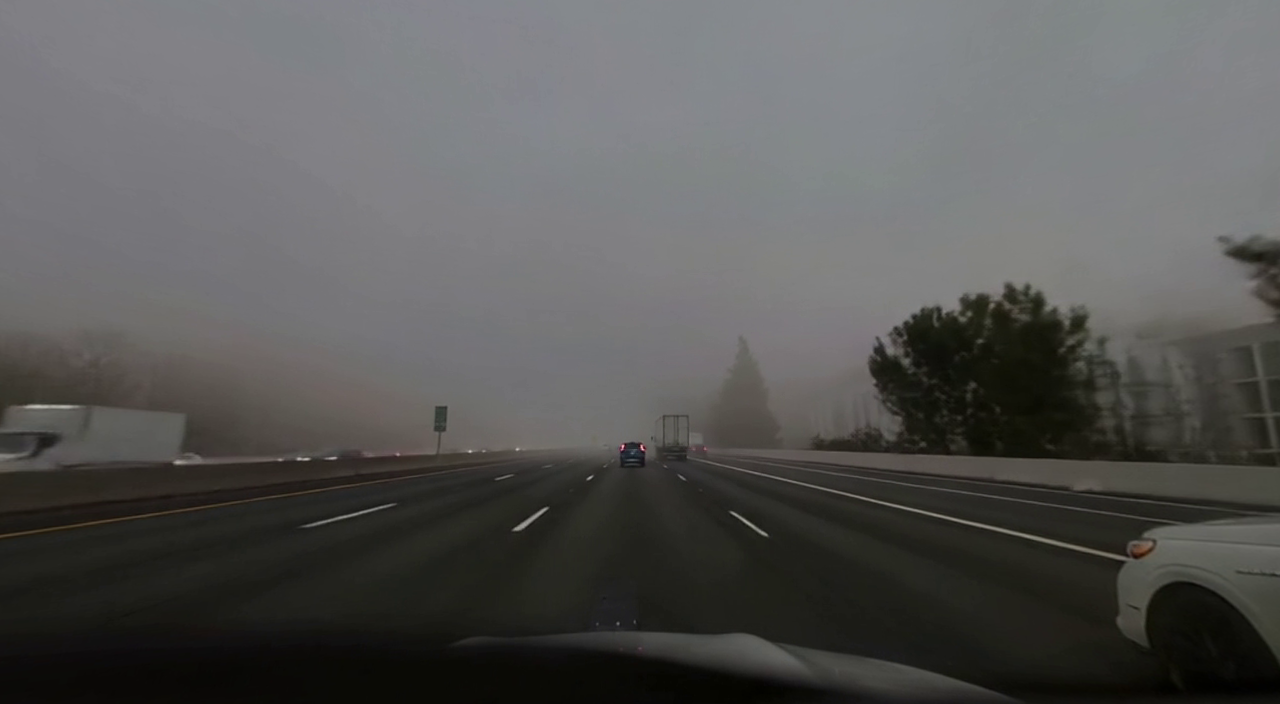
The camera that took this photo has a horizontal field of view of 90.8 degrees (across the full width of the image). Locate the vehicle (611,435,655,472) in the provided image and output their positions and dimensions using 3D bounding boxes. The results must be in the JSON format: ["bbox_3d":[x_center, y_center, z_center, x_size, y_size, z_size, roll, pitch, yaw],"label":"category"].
[{"bbox_3d":[-0.416,5.688,35.685,2.297,1.912,4.355,0,-8,-1],"label":"vehicle"}]

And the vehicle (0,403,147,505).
[{"bbox_3d":[-17.887,2.887,18.002,2.255,2.648,6.640,0,-8,0],"label":"vehicle"}]

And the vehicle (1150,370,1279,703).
[{"bbox_3d":[3.527,0.635,0.894,1.950,1.596,4.326,0,-8,0],"label":"vehicle"}]

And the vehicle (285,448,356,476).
[{"bbox_3d":[-18.822,6.448,37.450,1.889,1.525,4.375,0,-8,0],"label":"vehicle"}]

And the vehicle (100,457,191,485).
[{"bbox_3d":[-29.677,7.147,38.110,1.790,1.448,4.697,0,-8,-1],"label":"vehicle"}]
